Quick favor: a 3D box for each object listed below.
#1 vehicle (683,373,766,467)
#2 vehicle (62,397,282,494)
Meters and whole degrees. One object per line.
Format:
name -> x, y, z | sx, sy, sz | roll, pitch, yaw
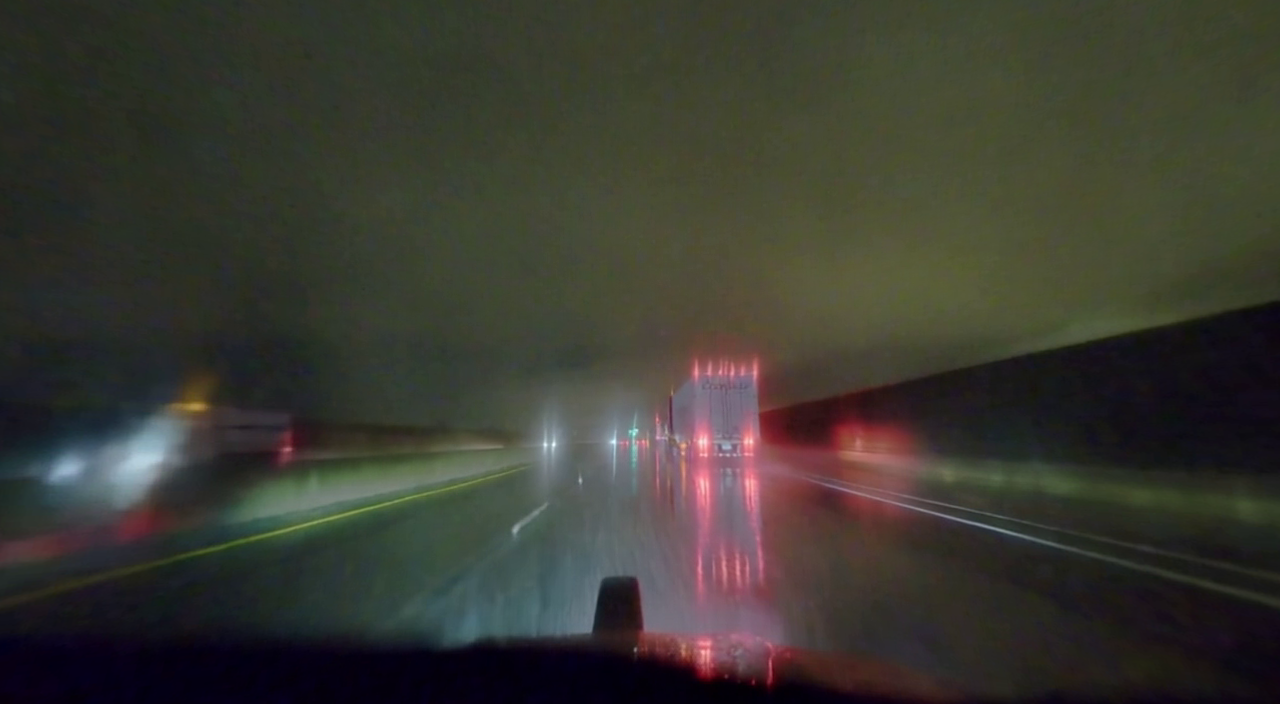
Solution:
vehicle -> 3.870, 3.501, 31.081 | 2.840, 3.947, 8.920 | -1, -8, 0
vehicle -> -15.507, 3.171, 21.621 | 2.373, 2.764, 6.784 | 0, -8, -1
